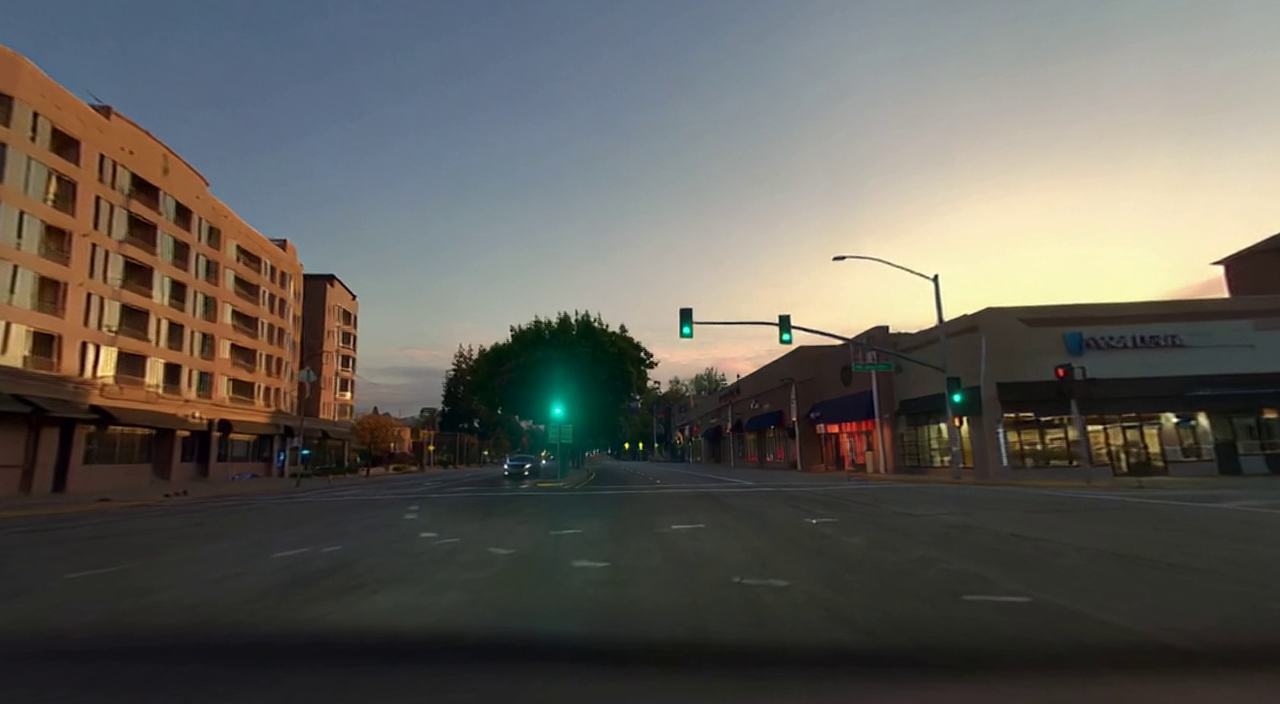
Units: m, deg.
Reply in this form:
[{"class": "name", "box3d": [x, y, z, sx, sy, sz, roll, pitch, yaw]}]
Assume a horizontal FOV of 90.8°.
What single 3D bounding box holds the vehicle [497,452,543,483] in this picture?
[{"class": "vehicle", "box3d": [-6.369, 6.158, 33.953, 1.894, 1.474, 4.332, 0, -8, -3]}]
